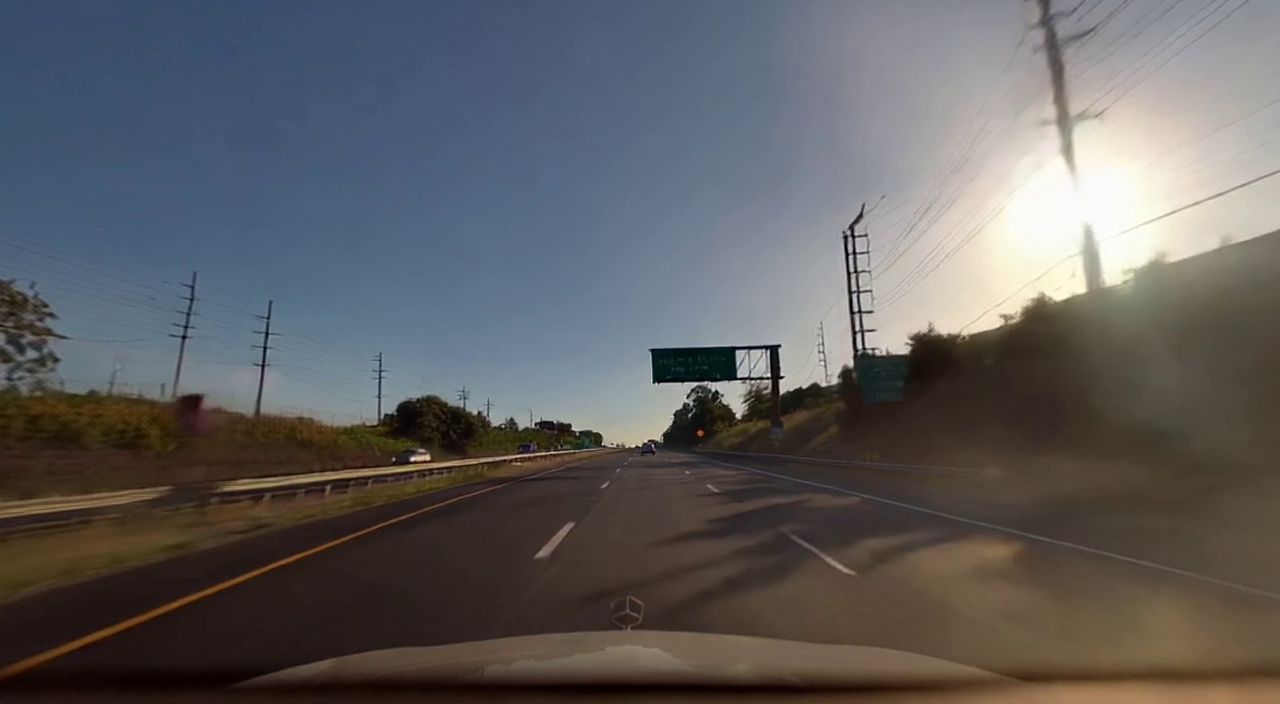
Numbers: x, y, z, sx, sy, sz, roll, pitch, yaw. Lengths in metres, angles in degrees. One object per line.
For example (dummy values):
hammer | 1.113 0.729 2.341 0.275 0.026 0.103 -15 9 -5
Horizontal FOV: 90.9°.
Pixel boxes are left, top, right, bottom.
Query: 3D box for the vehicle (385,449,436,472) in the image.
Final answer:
vehicle | -16.743 7.935 46.314 1.904 1.490 4.703 -1 -8 1
